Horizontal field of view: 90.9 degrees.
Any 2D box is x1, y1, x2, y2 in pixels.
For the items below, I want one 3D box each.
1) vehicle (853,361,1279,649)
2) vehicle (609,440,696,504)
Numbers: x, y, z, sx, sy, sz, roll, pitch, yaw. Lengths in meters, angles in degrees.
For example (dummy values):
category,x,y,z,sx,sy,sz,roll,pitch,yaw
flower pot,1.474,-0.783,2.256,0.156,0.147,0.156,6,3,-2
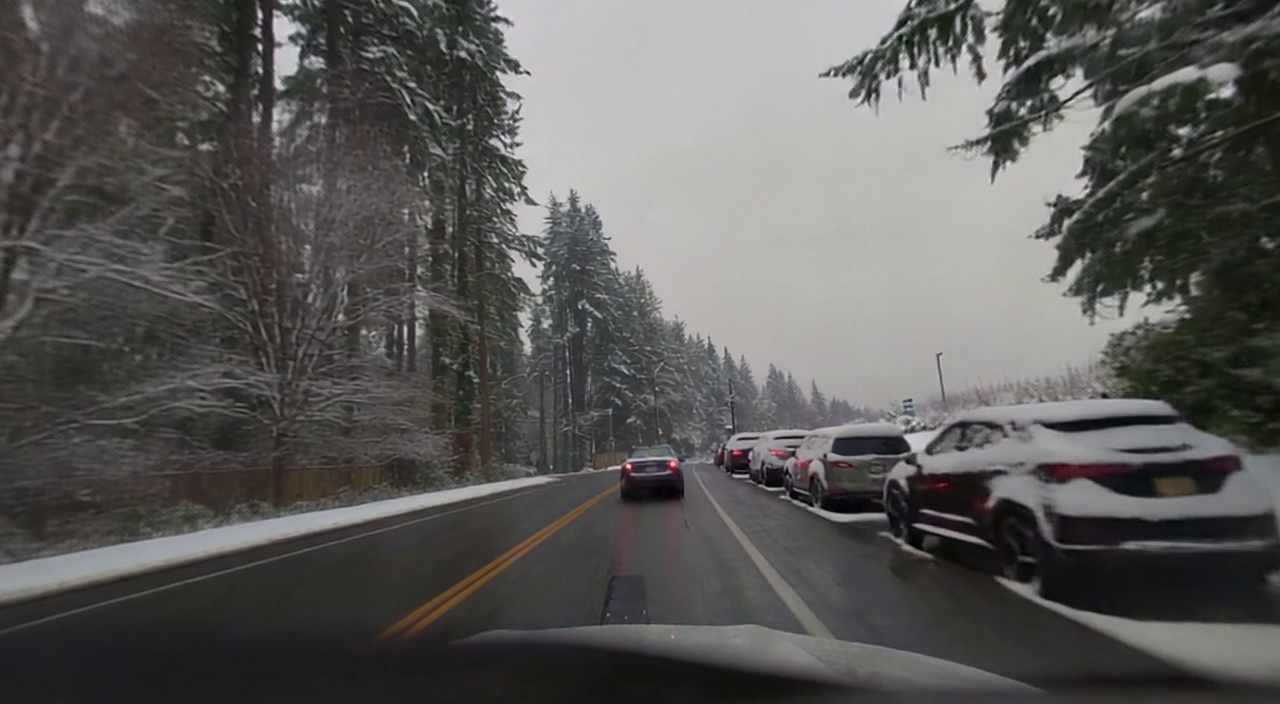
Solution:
category,x,y,z,sx,sy,sz,roll,pitch,yaw
vehicle,4.002,1.302,6.397,2.066,1.804,4.751,0,-8,1
vehicle,0.357,3.175,17.171,2.078,1.521,4.058,0,-8,2
